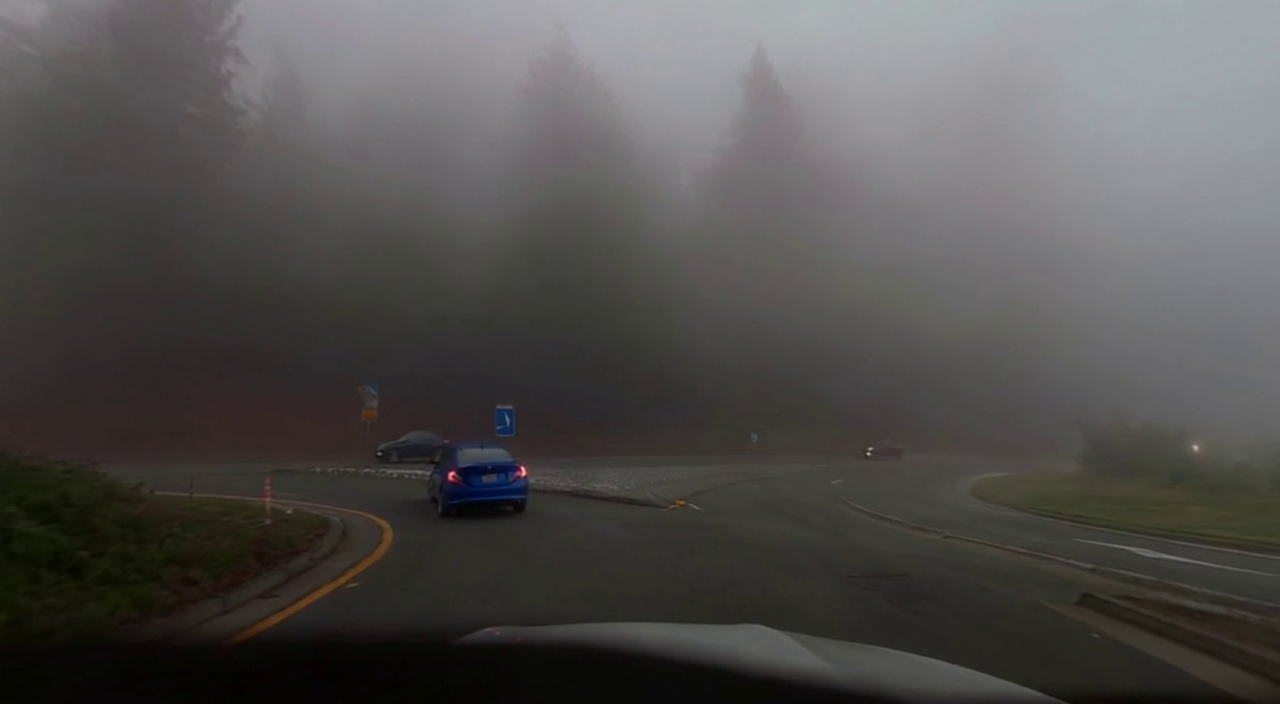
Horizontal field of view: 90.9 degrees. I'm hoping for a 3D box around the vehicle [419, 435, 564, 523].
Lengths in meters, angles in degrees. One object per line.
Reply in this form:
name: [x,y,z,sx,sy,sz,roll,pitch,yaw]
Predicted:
vehicle: [-3.429,2.718,13.990,2.078,1.607,4.010,5,-10,-29]
